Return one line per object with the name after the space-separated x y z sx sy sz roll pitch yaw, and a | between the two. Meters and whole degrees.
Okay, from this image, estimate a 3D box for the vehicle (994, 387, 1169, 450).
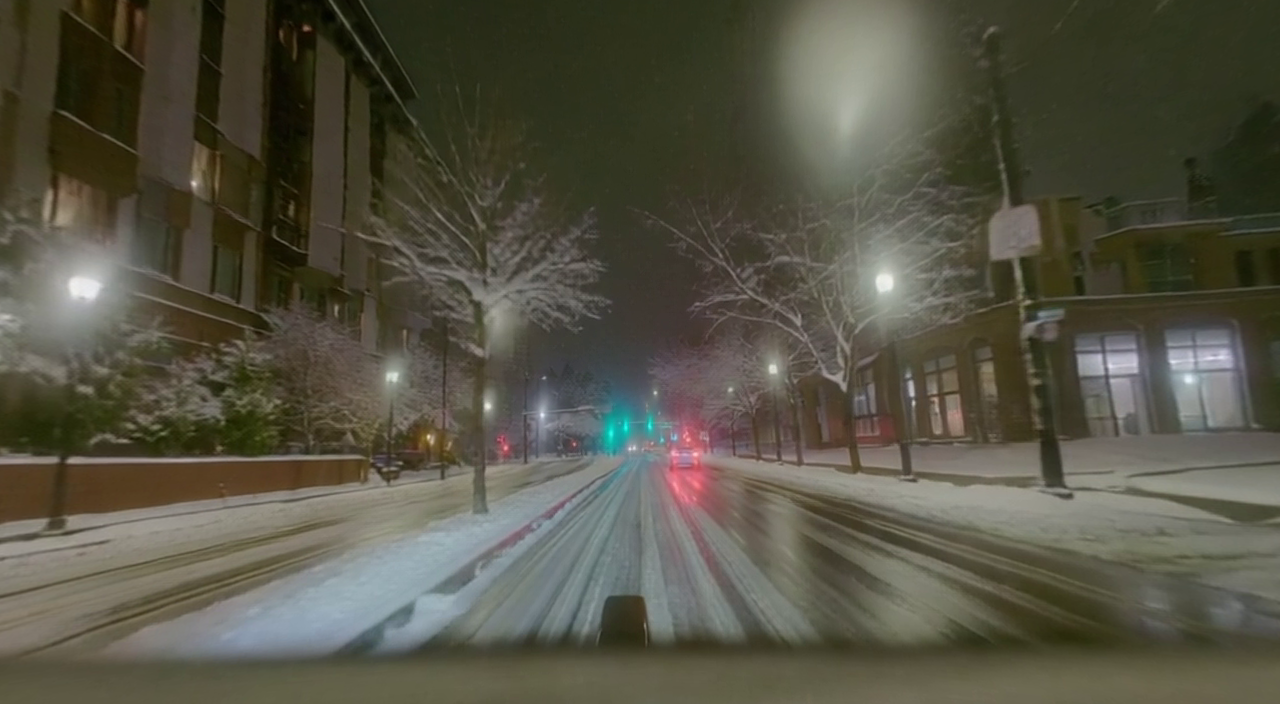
18.279 2.741 26.353 5.640 2.310 2.101 2 -5 5 | vehicle

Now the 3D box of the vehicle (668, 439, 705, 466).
3.120 6.849 43.120 2.129 1.719 4.205 0 -9 0 | vehicle
